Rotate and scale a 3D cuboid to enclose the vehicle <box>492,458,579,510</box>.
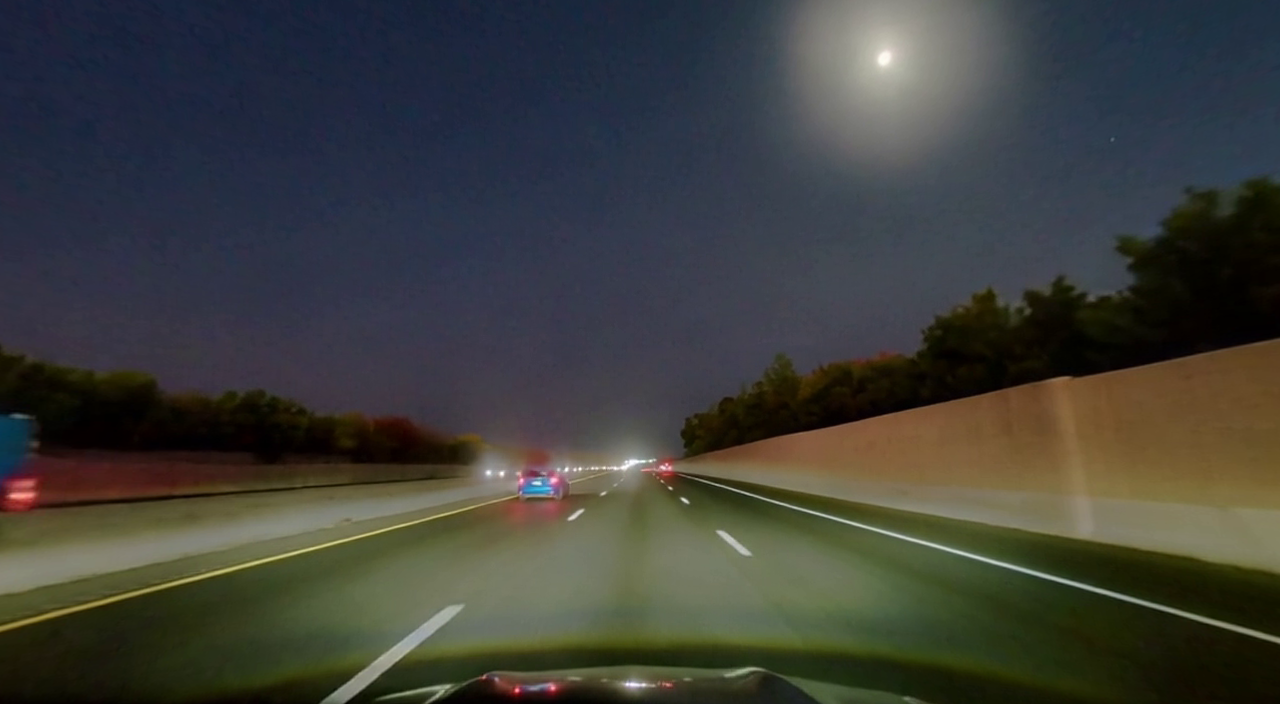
[{"bbox_3d":[-3.302,4.321,20.920,2.045,1.487,4.582,1,-10,0],"label":"vehicle"}]
